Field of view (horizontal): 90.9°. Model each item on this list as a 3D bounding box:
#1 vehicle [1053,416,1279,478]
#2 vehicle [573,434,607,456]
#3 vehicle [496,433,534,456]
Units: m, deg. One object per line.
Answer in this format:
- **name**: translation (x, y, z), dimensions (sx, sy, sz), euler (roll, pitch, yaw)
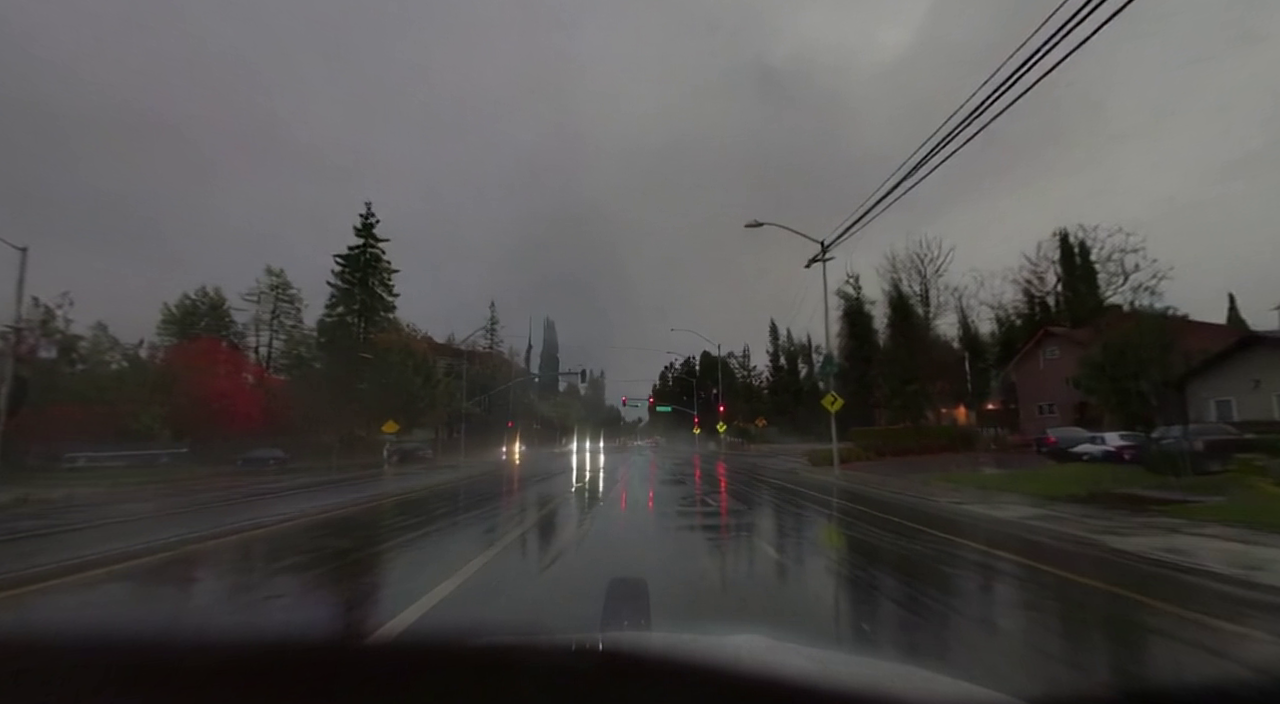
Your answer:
- **vehicle**: translation (15.046, 2.724, 18.245), dimensions (4.625, 1.467, 1.991), euler (-3, -8, 3)
- **vehicle**: translation (-3.492, 6.651, 45.099), dimensions (2.085, 1.460, 4.516), euler (0, -8, 0)
- **vehicle**: translation (-9.641, 7.202, 48.857), dimensions (2.098, 1.695, 4.475), euler (0, -8, -1)
